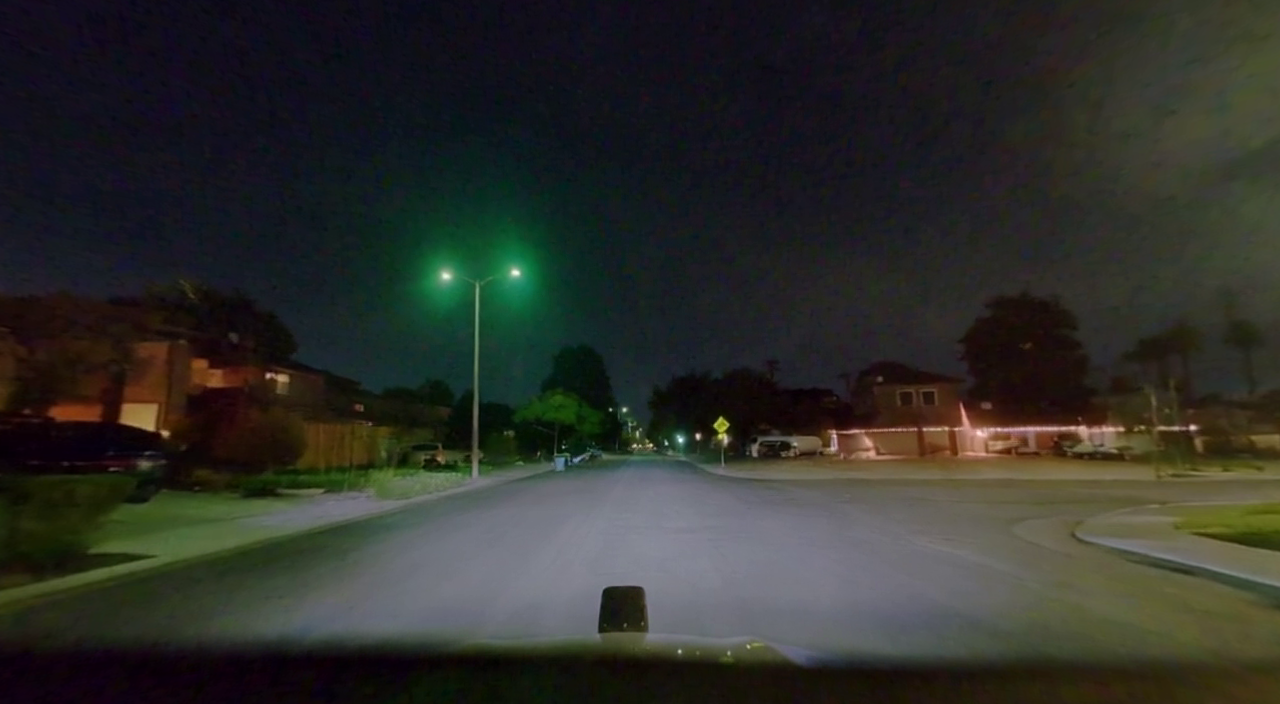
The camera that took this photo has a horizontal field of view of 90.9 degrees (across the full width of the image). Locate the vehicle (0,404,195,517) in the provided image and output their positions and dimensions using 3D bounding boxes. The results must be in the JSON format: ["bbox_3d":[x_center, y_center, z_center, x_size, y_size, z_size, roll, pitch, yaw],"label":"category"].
[{"bbox_3d":[-13.052,2.145,12.776,5.946,2.048,2.595,1,-9,-3],"label":"vehicle"}]

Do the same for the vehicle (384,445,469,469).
[{"bbox_3d":[-13.772,6.802,40.845,4.764,1.514,1.912,0,-9,-1],"label":"vehicle"}]

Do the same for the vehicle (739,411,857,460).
[{"bbox_3d":[10.773,5.775,43.514,7.362,3.227,2.674,0,-9,-2],"label":"vehicle"}]
